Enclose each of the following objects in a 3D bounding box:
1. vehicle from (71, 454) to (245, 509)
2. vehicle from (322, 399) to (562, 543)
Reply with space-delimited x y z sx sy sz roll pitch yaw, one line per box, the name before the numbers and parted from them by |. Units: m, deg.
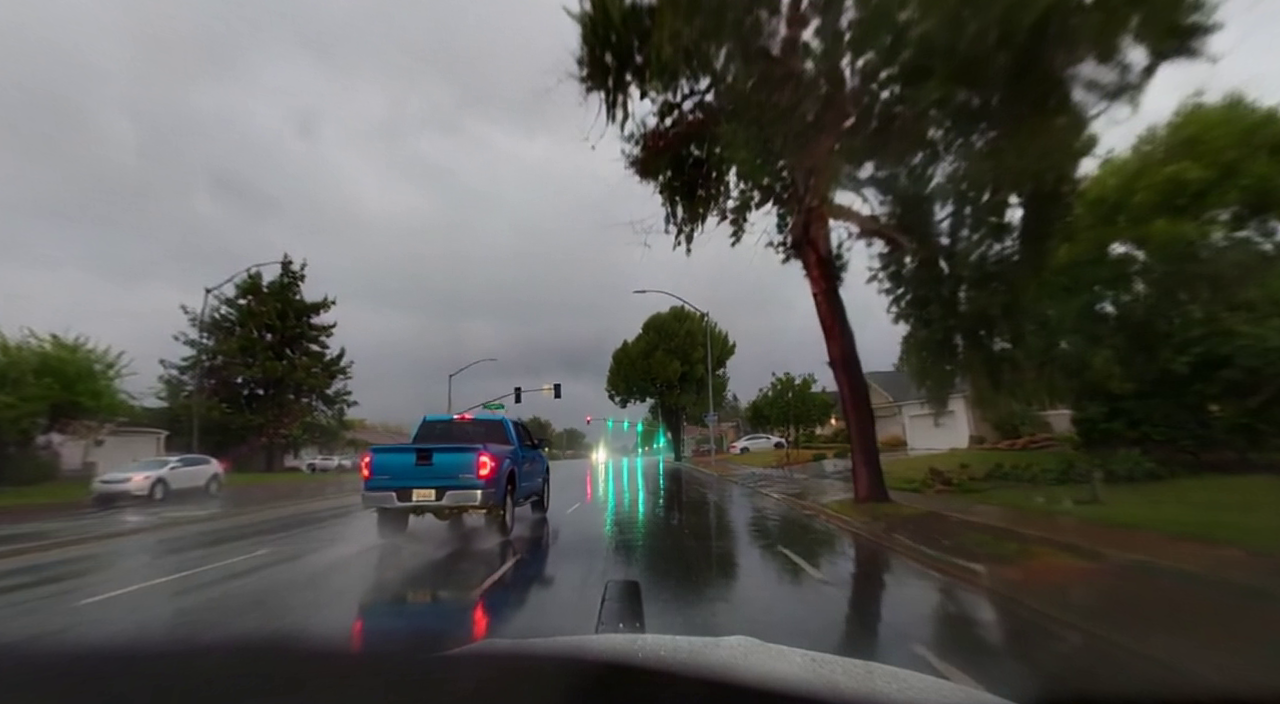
vehicle | -15.011 4.022 20.060 1.991 1.466 4.370 -1 -9 2
vehicle | -3.140 2.109 11.856 2.508 2.001 5.880 -1 -9 1
